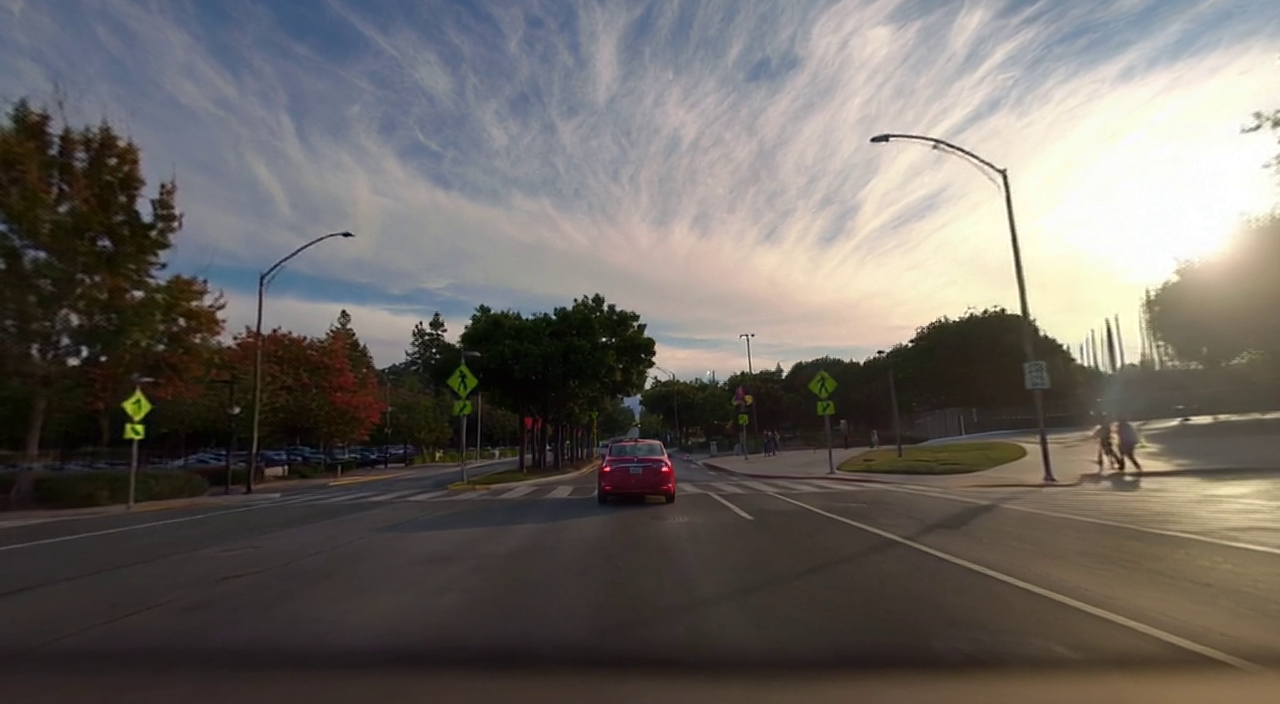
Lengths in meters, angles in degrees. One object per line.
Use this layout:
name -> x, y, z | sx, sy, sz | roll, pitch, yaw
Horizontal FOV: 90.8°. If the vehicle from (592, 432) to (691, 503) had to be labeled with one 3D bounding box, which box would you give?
vehicle -> -0.042, 2.935, 16.465 | 2.221, 1.570, 4.398 | 0, -8, -2
